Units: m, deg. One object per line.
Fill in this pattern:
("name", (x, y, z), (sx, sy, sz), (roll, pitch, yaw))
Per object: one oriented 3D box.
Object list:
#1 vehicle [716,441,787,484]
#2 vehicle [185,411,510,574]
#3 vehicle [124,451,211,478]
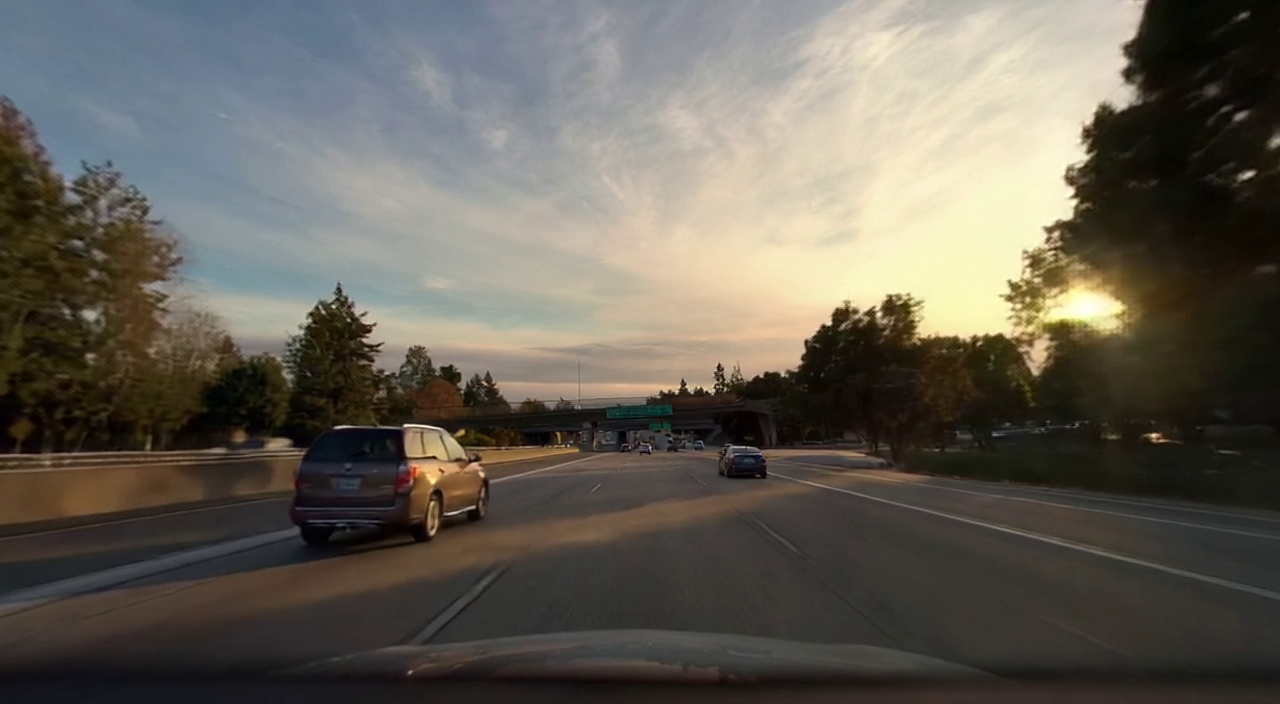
("vehicle", (4.148, 4.161, 24.181), (1.908, 1.483, 4.259), (0, -8, -1))
("vehicle", (-3.609, 1.844, 9.189), (2.259, 1.706, 4.924), (0, -8, 2))
("vehicle", (-28.670, 6.838, 38.479), (1.836, 1.466, 4.382), (0, -8, 1))
